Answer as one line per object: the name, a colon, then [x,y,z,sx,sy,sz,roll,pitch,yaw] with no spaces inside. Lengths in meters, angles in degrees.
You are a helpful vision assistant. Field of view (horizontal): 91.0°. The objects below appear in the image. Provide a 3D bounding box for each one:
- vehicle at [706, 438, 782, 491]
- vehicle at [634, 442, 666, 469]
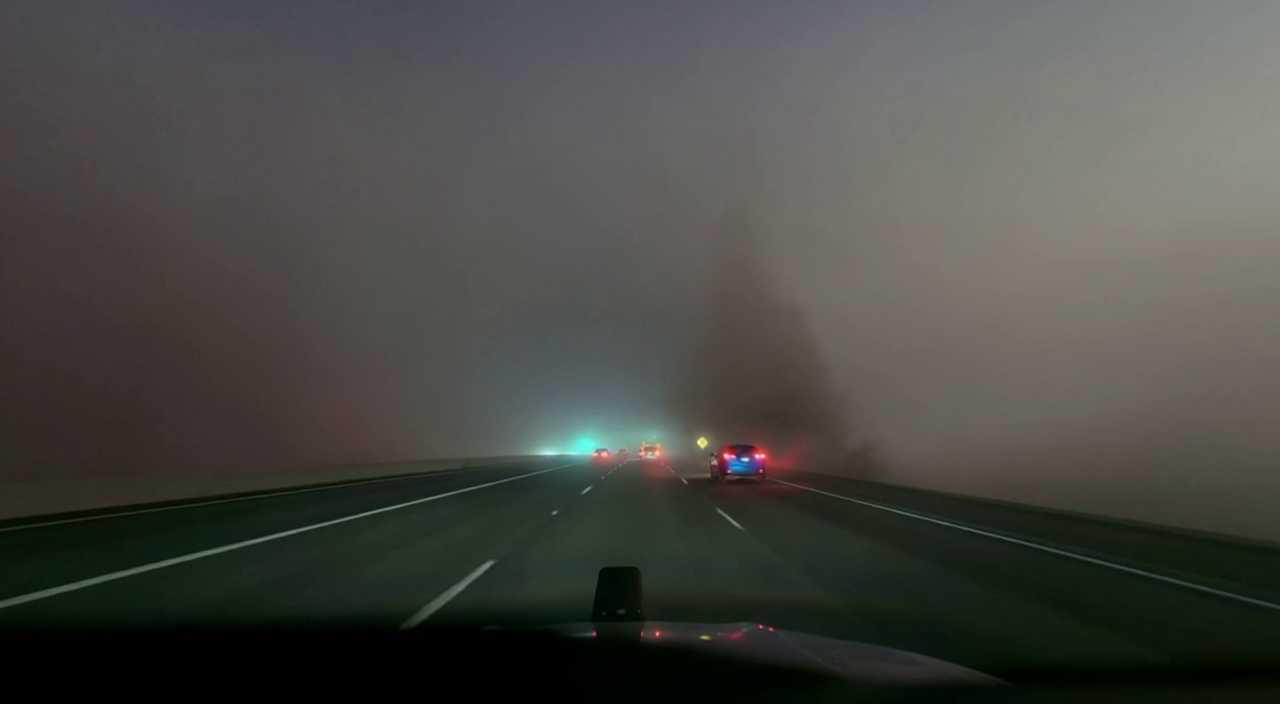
vehicle: [3.720,4.125,23.400,2.082,1.720,4.393,1,-9,0]
vehicle: [0.649,7.424,45.167,2.205,1.785,4.423,1,-9,-1]
